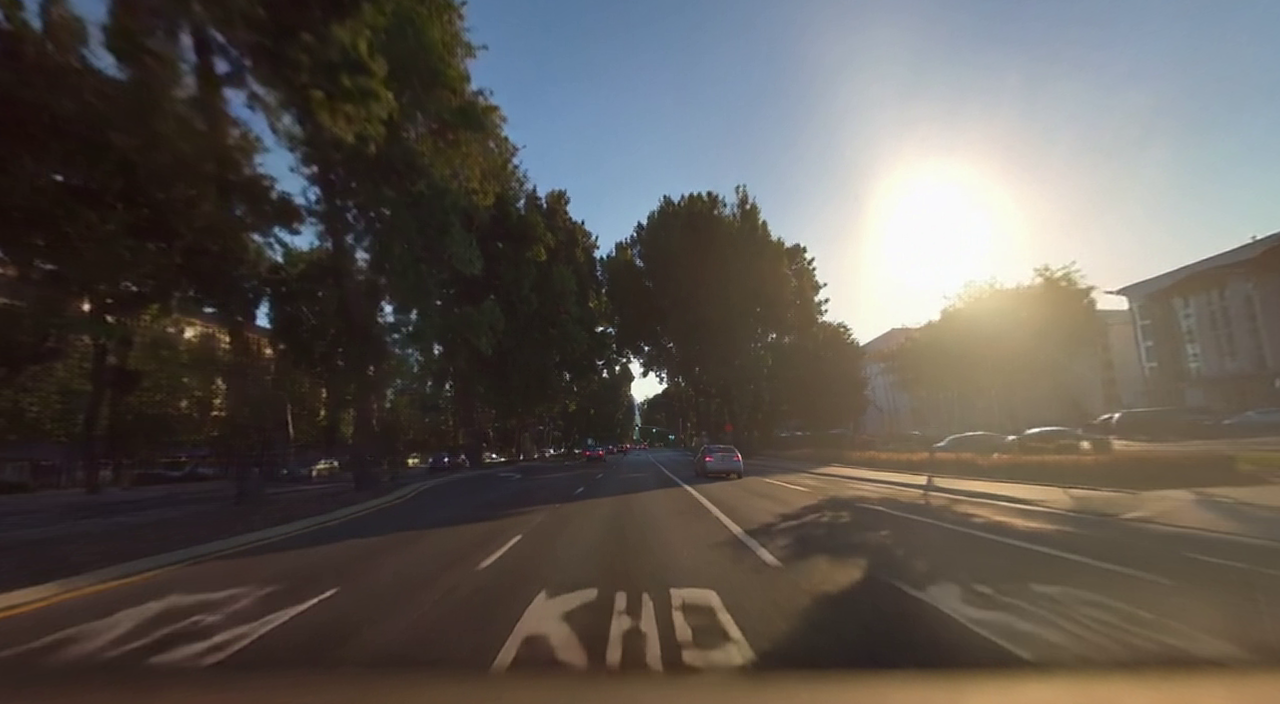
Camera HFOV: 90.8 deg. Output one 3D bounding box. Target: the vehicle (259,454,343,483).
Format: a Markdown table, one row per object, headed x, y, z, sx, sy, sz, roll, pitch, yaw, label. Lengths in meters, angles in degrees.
| x | y | z | sx | sy | sz | roll | pitch | yaw | label |
| --- | --- | --- | --- | --- | --- | --- | --- | --- | --- |
| -23.245 | 7.972 | 43.458 | 2.025 | 1.792 | 4.643 | -5 | -10 | 29 | vehicle |

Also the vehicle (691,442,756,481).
| x | y | z | sx | sy | sz | roll | pitch | yaw | label |
| --- | --- | --- | --- | --- | --- | --- | --- | --- | --- |
| 3.325 | 4.447 | 26.056 | 1.966 | 1.449 | 4.290 | 0 | -8 | -2 | vehicle |
